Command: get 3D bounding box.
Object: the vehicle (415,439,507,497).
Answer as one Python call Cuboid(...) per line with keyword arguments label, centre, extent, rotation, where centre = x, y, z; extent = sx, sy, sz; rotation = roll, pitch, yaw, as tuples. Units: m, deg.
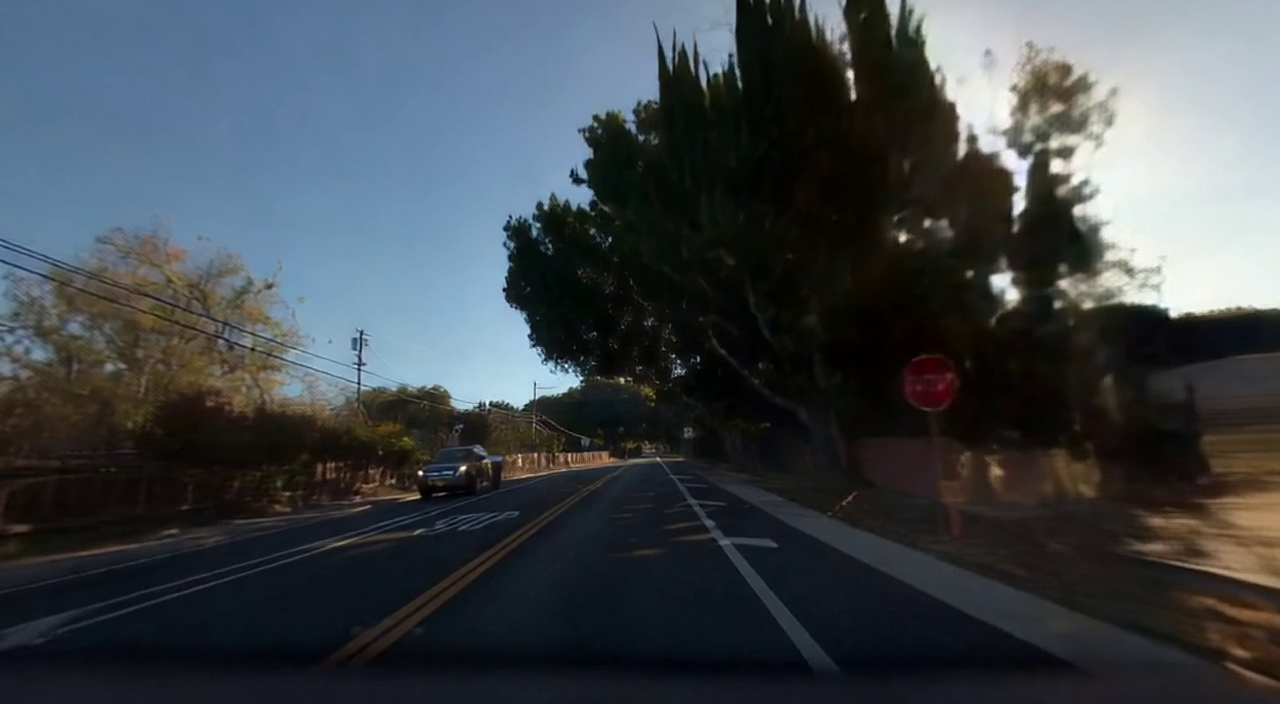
Cuboid(label="vehicle", centre=(-6.294, 4.174, 22.772), extent=(1.992, 1.797, 4.372), rotation=(-2, -10, 1))
